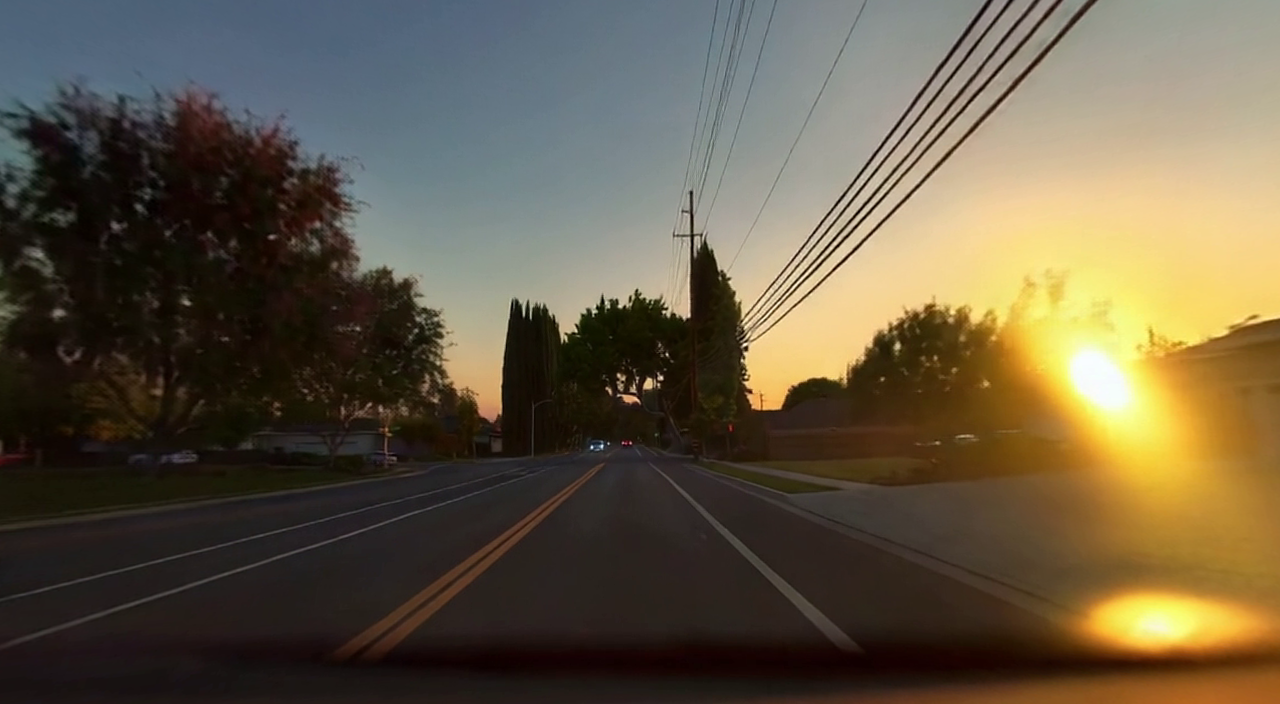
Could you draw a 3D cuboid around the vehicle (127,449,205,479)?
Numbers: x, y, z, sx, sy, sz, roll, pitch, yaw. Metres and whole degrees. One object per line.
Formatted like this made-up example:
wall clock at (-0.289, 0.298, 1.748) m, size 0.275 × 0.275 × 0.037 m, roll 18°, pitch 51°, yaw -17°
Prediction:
vehicle at (-33.444, 7.873, 44.783) m, size 1.885 × 1.698 × 5.050 m, roll 0°, pitch -6°, yaw -3°
